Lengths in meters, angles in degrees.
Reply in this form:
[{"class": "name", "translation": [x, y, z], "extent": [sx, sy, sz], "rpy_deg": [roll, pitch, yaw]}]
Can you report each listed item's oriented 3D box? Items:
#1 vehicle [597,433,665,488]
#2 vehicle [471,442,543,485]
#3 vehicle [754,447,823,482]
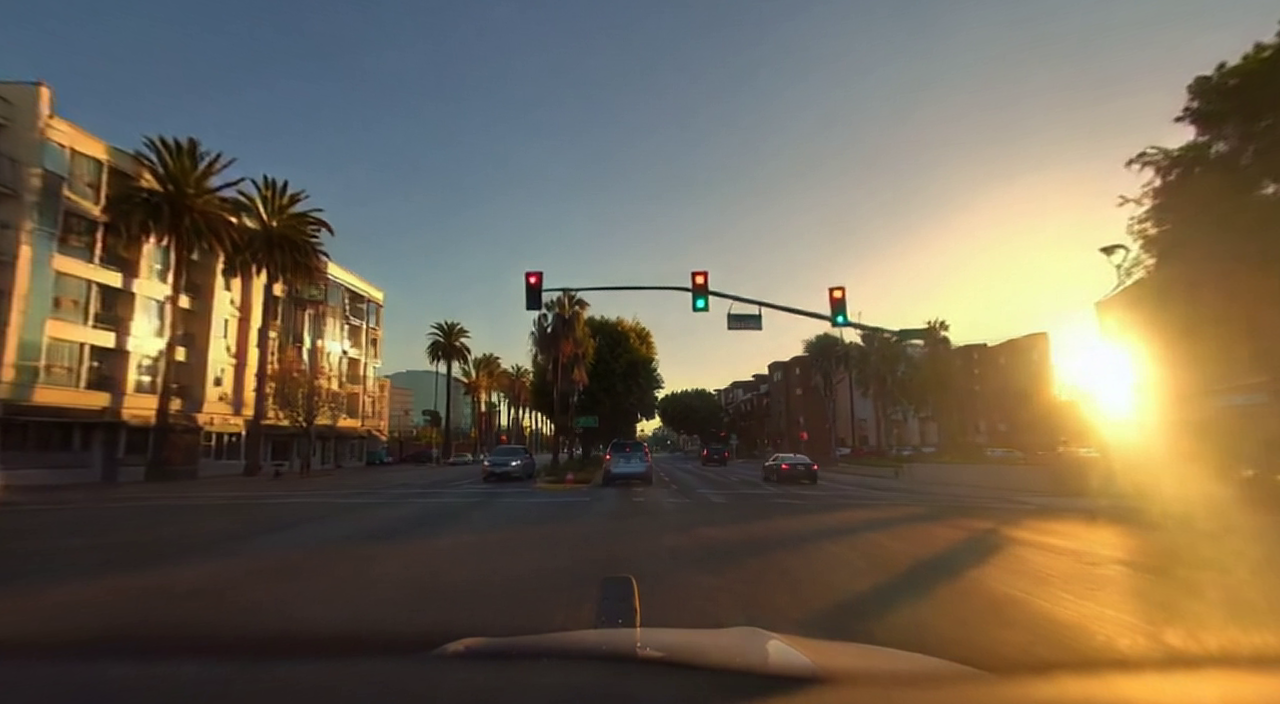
[{"class": "vehicle", "translation": [-0.300, 3.952, 23.206], "extent": [2.277, 1.816, 4.192], "rpy_deg": [0, -9, 0]}, {"class": "vehicle", "translation": [-5.286, 4.457, 25.540], "extent": [2.028, 1.489, 4.386], "rpy_deg": [-3, -8, -1]}, {"class": "vehicle", "translation": [6.759, 5.169, 29.216], "extent": [1.975, 1.483, 4.769], "rpy_deg": [0, -9, -1]}]
